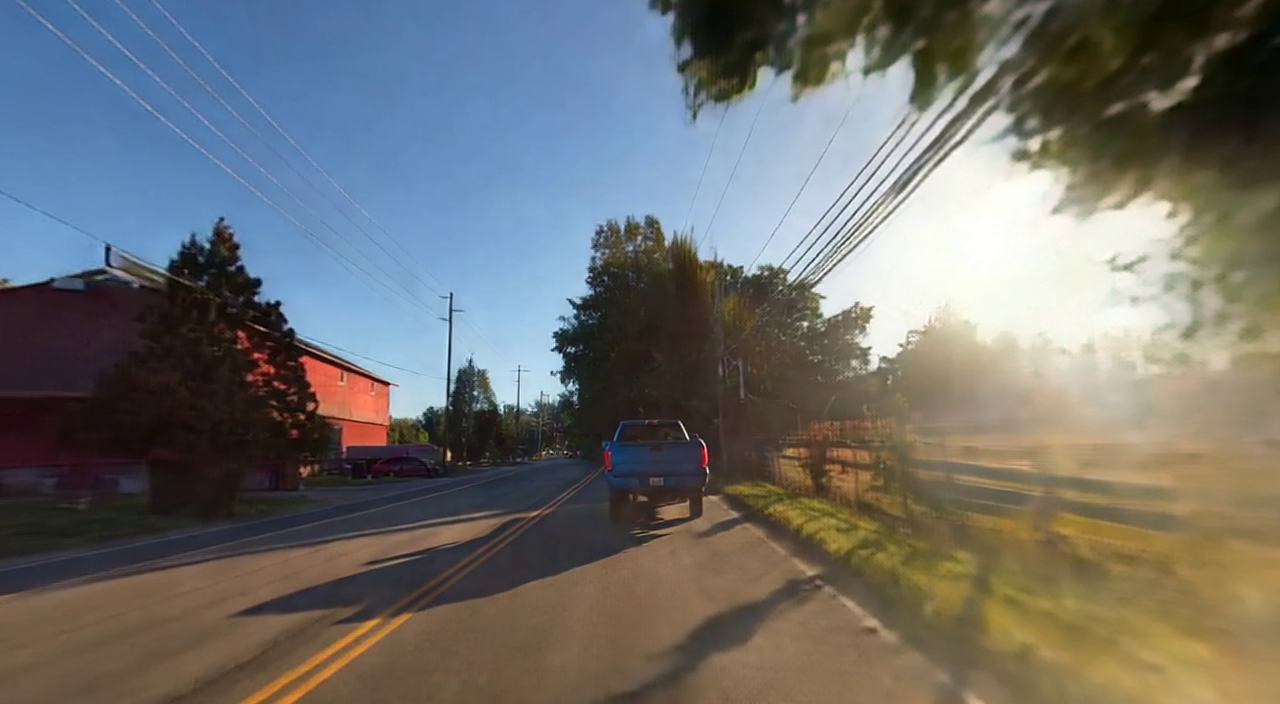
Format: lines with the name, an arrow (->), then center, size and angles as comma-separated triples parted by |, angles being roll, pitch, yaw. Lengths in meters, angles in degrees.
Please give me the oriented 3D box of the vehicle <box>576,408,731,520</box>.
vehicle -> 0.207, 2.429, 14.296 | 2.693, 1.941, 6.356 | 0, -8, -1
